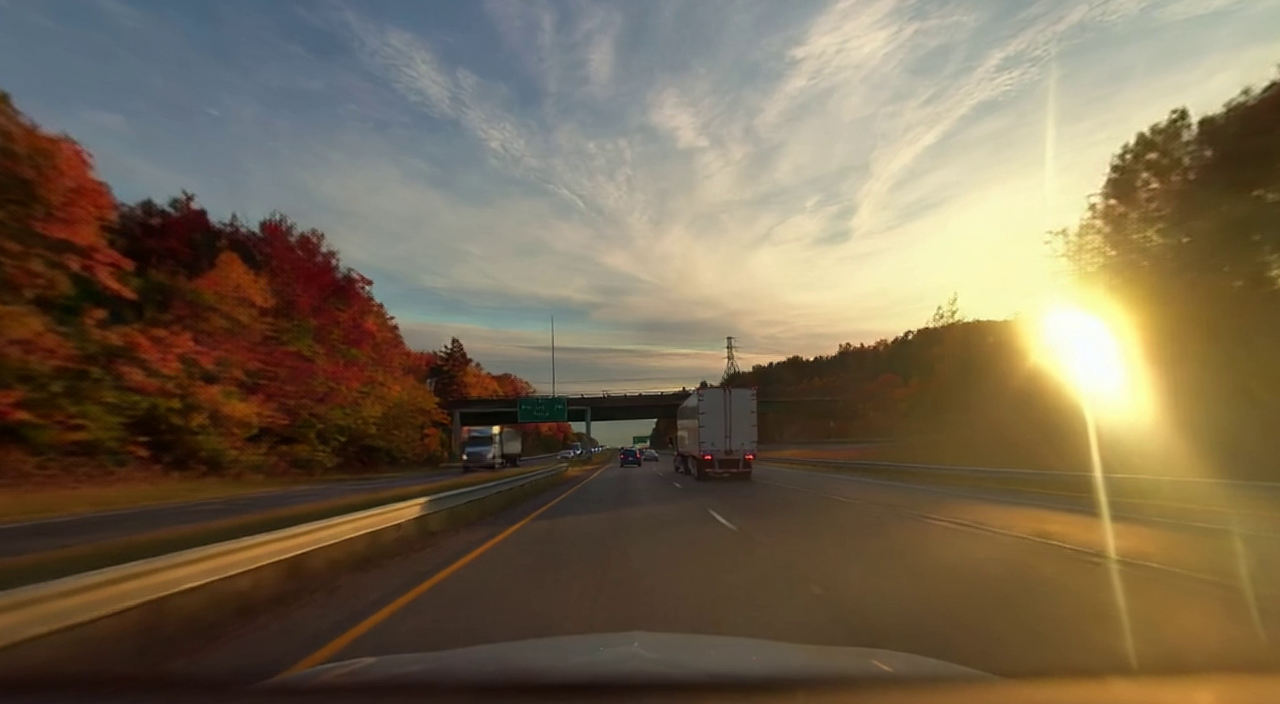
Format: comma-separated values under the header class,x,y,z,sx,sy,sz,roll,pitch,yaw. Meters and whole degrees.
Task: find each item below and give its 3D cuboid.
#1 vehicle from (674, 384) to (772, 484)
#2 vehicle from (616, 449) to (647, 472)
class,x,y,z,sx,sy,sz,roll,pitch,yaw
vehicle,3.930,4.611,34.018,2.956,4.281,14.327,0,-9,-2
vehicle,-0.564,7.246,42.178,1.961,1.454,3.755,0,-9,-1
